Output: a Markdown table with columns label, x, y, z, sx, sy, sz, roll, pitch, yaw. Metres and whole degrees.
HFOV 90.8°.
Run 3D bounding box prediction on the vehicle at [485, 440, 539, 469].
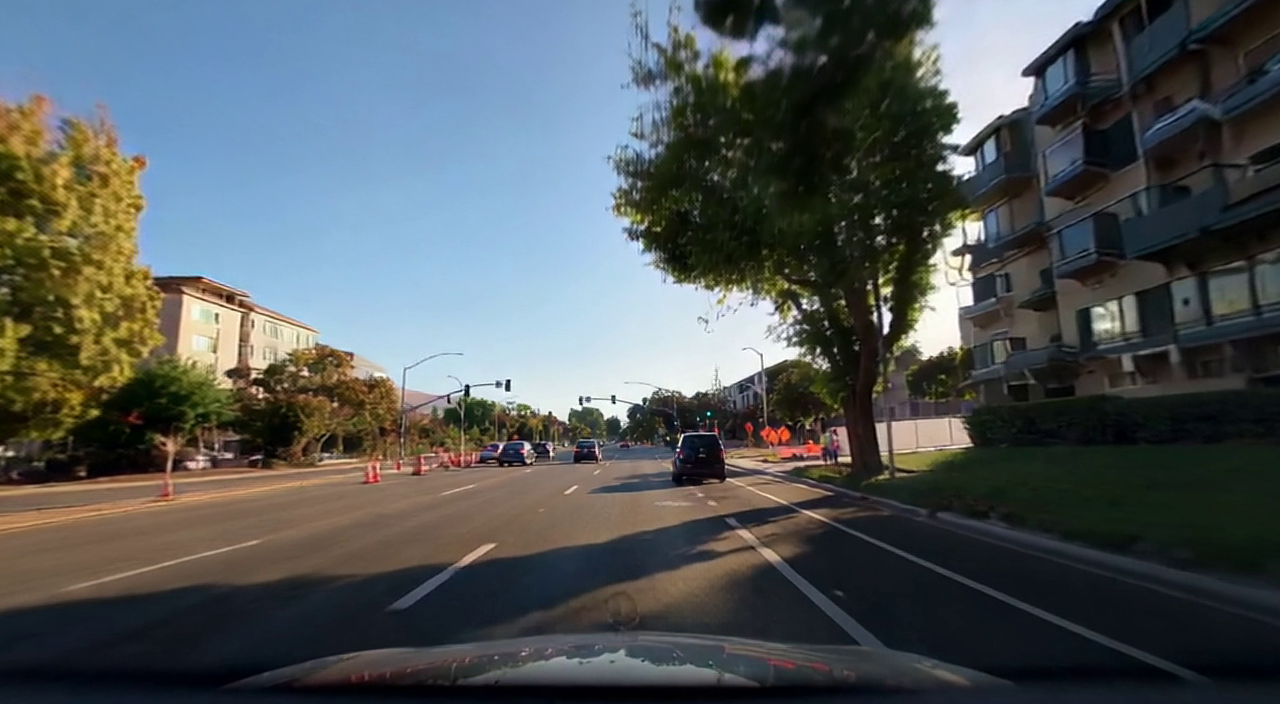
| label | x | y | z | sx | sy | sz | roll | pitch | yaw |
| --- | --- | --- | --- | --- | --- | --- | --- | --- | --- |
| vehicle | -7.012 | 5.664 | 35.184 | 1.928 | 1.488 | 4.635 | 0 | -9 | 2 |

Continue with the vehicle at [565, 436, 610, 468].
| label | x | y | z | sx | sy | sz | roll | pitch | yaw |
| --- | --- | --- | --- | --- | --- | --- | --- | --- | --- |
| vehicle | -2.904 | 5.608 | 35.567 | 2.121 | 1.654 | 3.993 | 0 | -9 | 1 |

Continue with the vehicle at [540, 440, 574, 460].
| label | x | y | z | sx | sy | sz | roll | pitch | yaw |
| --- | --- | --- | --- | --- | --- | --- | --- | --- | --- |
| vehicle | -6.468 | 7.707 | 49.578 | 1.993 | 1.492 | 3.666 | 0 | -9 | 2 |

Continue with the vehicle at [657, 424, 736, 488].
| label | x | y | z | sx | sy | sz | roll | pitch | yaw |
| --- | --- | --- | --- | --- | --- | --- | --- | --- | --- |
| vehicle | 1.672 | 3.313 | 20.389 | 2.197 | 1.835 | 4.316 | 0 | -9 | 1 |
